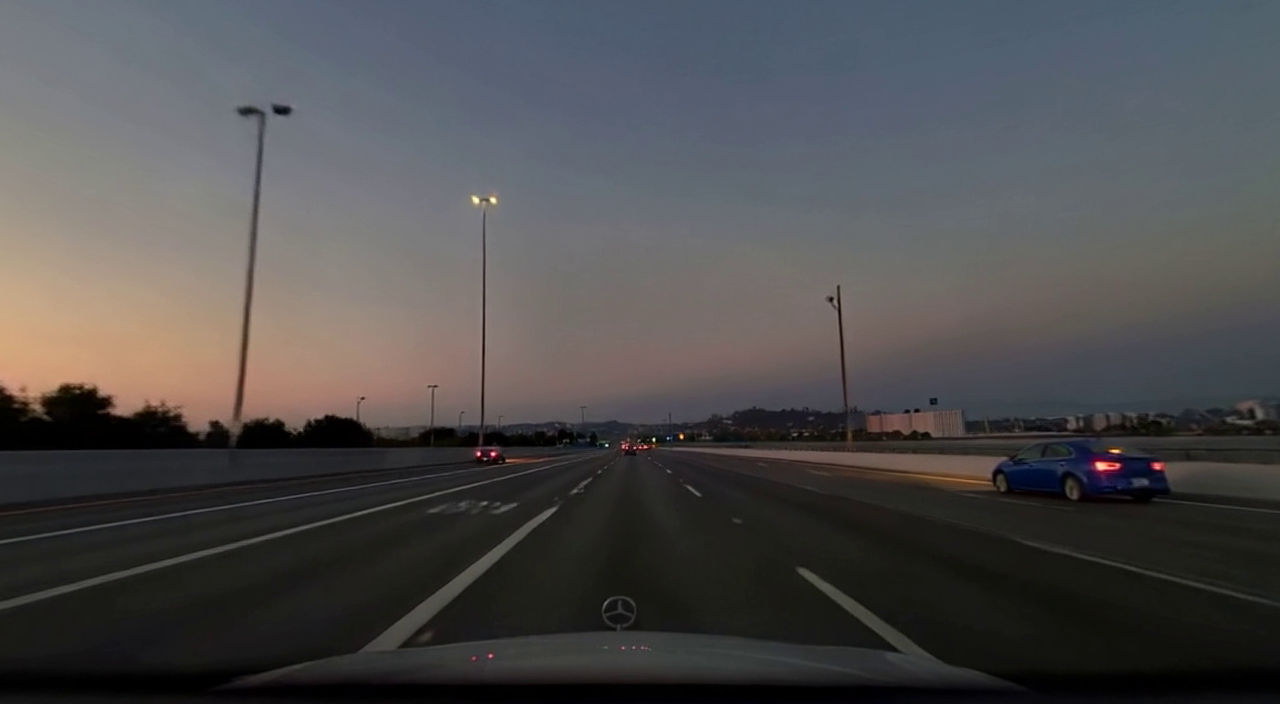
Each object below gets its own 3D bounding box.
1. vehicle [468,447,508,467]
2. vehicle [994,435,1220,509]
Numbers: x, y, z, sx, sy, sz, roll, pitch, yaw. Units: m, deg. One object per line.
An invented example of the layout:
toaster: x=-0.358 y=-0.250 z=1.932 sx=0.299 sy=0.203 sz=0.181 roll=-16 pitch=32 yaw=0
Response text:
vehicle: x=-11.393 y=7.884 z=47.735 sx=1.921 sy=1.452 sz=4.429 roll=0 pitch=-9 yaw=0
vehicle: x=10.909 y=2.819 z=15.306 sx=1.985 sy=1.493 sz=4.486 roll=0 pitch=-9 yaw=-1
